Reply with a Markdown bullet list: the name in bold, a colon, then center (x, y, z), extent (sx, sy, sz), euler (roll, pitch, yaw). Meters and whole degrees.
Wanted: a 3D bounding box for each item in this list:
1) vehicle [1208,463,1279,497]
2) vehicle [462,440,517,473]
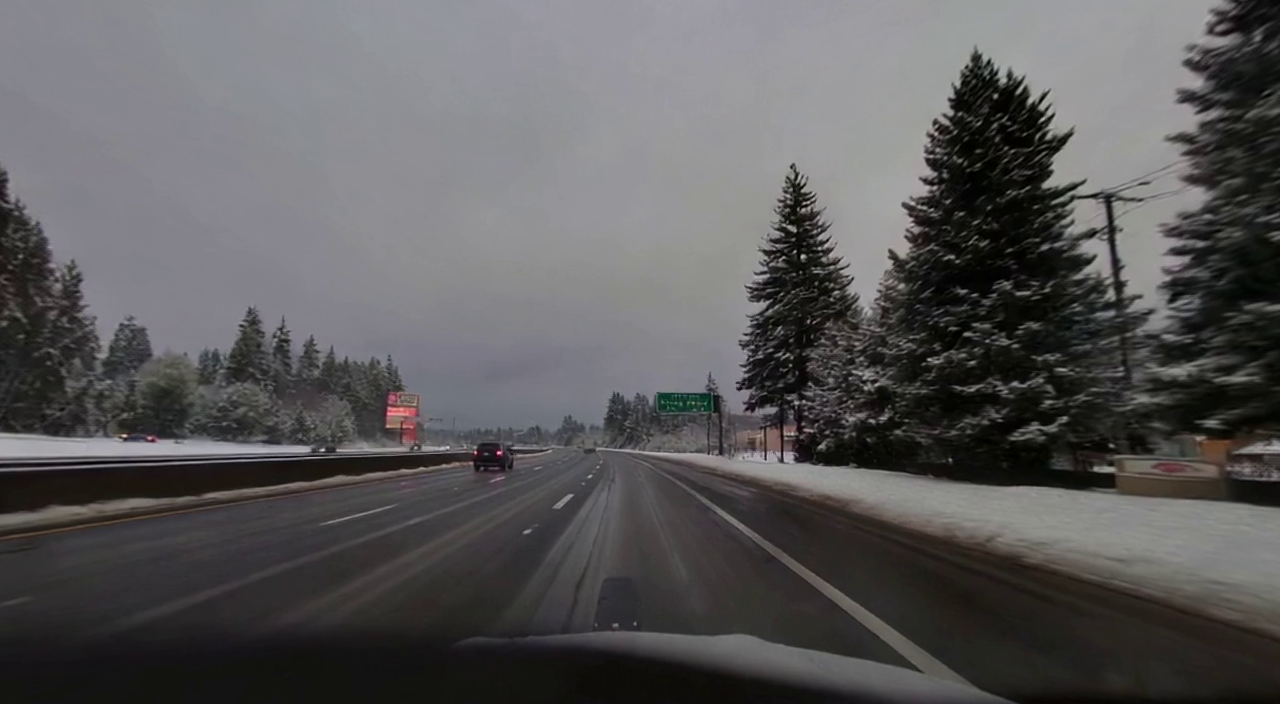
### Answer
- **vehicle**: center (40.521, 8.218, 40.643), extent (2.161, 1.950, 5.677), euler (1, -9, -8)
- **vehicle**: center (-8.263, 5.766, 35.056), extent (2.053, 1.682, 4.423), euler (0, -8, -1)
